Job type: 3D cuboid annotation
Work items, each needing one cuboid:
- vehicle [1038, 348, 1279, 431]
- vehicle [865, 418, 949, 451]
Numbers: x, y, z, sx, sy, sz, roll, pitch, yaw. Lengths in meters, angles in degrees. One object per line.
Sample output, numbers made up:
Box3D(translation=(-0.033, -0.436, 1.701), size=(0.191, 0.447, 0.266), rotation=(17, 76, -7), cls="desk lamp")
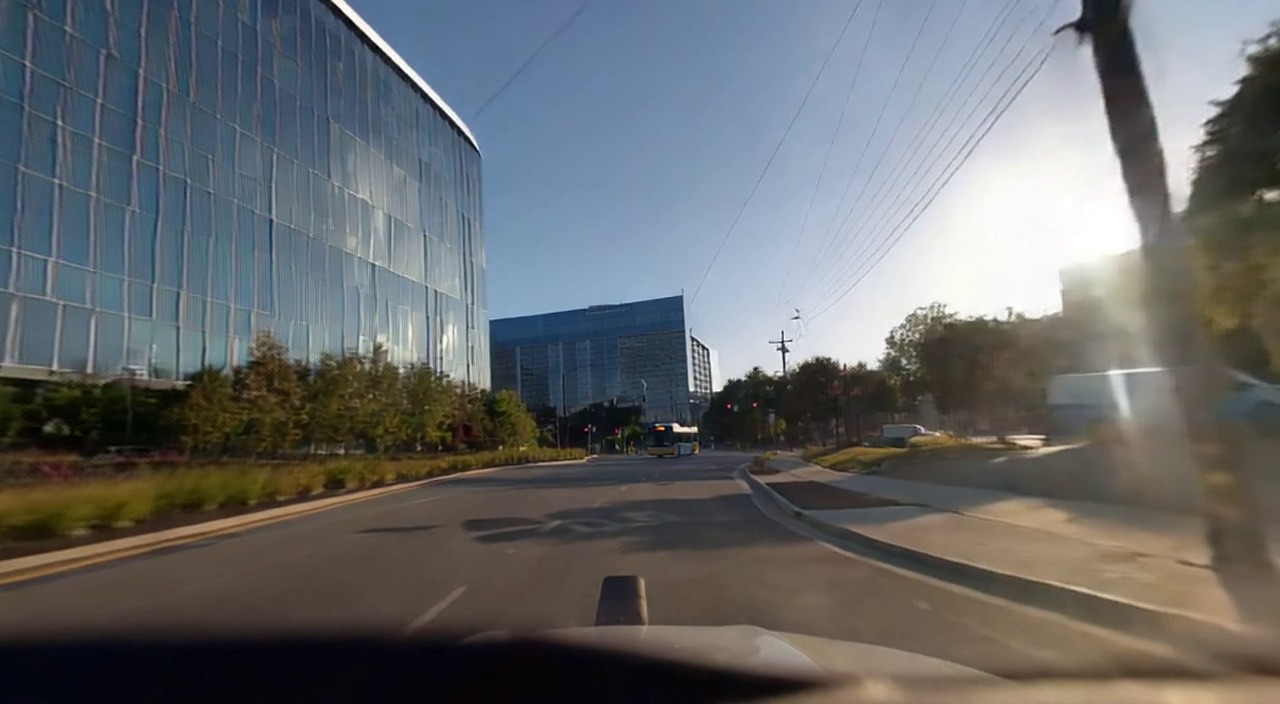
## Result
Box3D(translation=(13.889, 1.028, 16.061), size=(5.745, 1.902, 2.244), rotation=(-1, -8, 8), cls="vehicle")
Box3D(translation=(17.631, 5.533, 41.855), size=(4.647, 1.951, 2.304), rotation=(-3, -10, 12), cls="vehicle")
